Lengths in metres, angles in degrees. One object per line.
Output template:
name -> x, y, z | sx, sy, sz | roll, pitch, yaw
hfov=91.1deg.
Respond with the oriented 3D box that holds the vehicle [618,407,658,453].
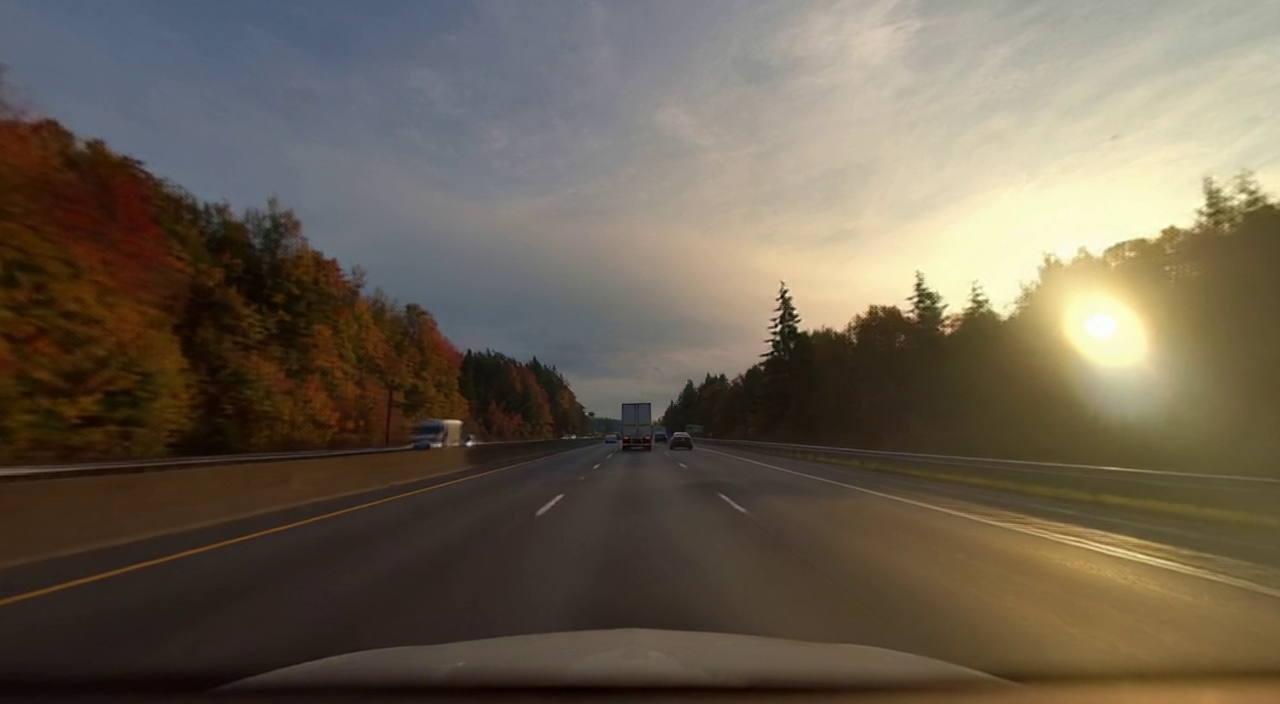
vehicle -> -0.224, 5.573, 44.549 | 2.631, 2.957, 6.512 | 0, -8, -2
